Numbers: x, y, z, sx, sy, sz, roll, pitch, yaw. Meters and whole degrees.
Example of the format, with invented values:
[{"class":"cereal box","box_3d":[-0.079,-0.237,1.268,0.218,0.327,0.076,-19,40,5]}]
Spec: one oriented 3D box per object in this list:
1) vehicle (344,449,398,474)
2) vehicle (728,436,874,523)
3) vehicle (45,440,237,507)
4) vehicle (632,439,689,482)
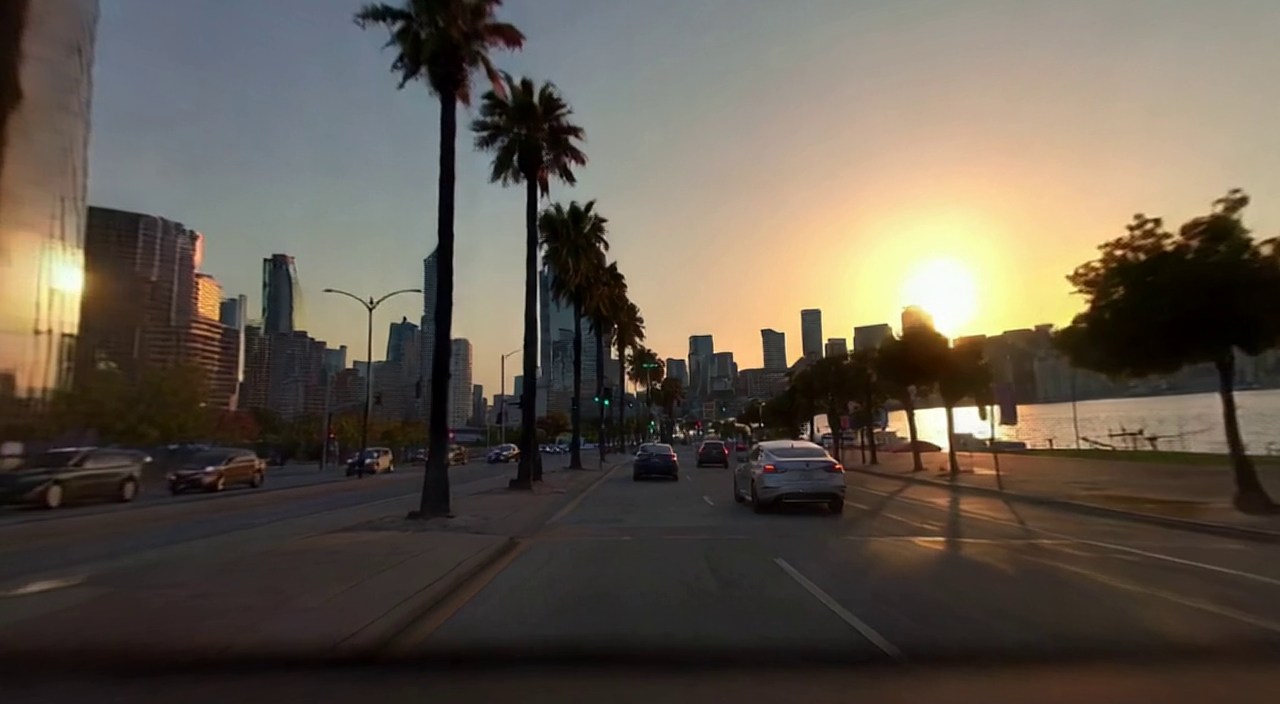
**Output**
[{"class":"vehicle","box_3d":[-18.760,7.621,44.082,1.850,1.590,4.201,0,-9,1]},{"class":"vehicle","box_3d":[3.186,2.625,13.645,2.051,1.509,4.933,0,-9,2]},{"class":"vehicle","box_3d":[-15.699,3.802,20.300,2.048,1.830,5.136,0,-9,-1]},{"class":"vehicle","box_3d":[0.884,4.225,24.693,2.077,1.518,3.760,-1,-9,4]}]
